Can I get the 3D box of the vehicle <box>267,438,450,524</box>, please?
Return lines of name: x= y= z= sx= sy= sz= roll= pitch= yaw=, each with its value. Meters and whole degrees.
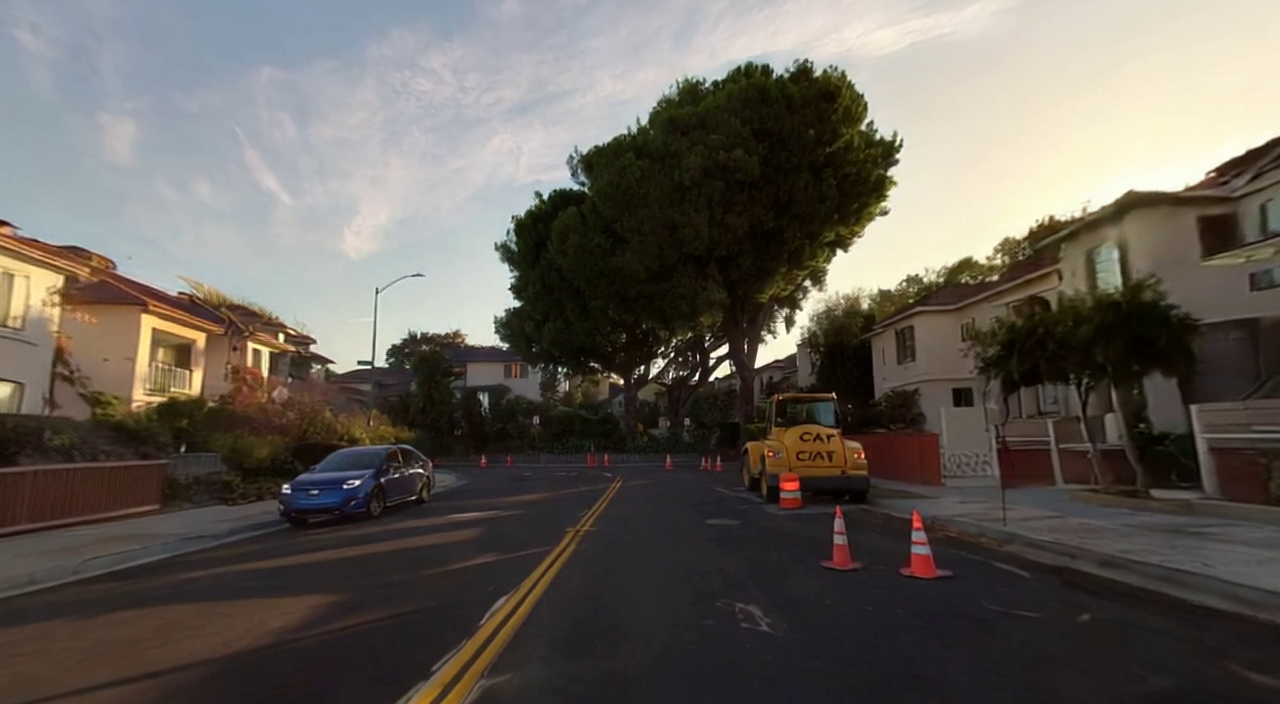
vehicle: x=-6.588 y=3.021 z=15.551 sx=2.220 sy=1.765 sz=4.799 roll=0 pitch=-8 yaw=1

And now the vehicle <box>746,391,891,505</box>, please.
vehicle: x=4.437 y=2.476 z=16.378 sx=2.501 sy=2.613 sz=3.505 roll=0 pitch=-9 yaw=-4
